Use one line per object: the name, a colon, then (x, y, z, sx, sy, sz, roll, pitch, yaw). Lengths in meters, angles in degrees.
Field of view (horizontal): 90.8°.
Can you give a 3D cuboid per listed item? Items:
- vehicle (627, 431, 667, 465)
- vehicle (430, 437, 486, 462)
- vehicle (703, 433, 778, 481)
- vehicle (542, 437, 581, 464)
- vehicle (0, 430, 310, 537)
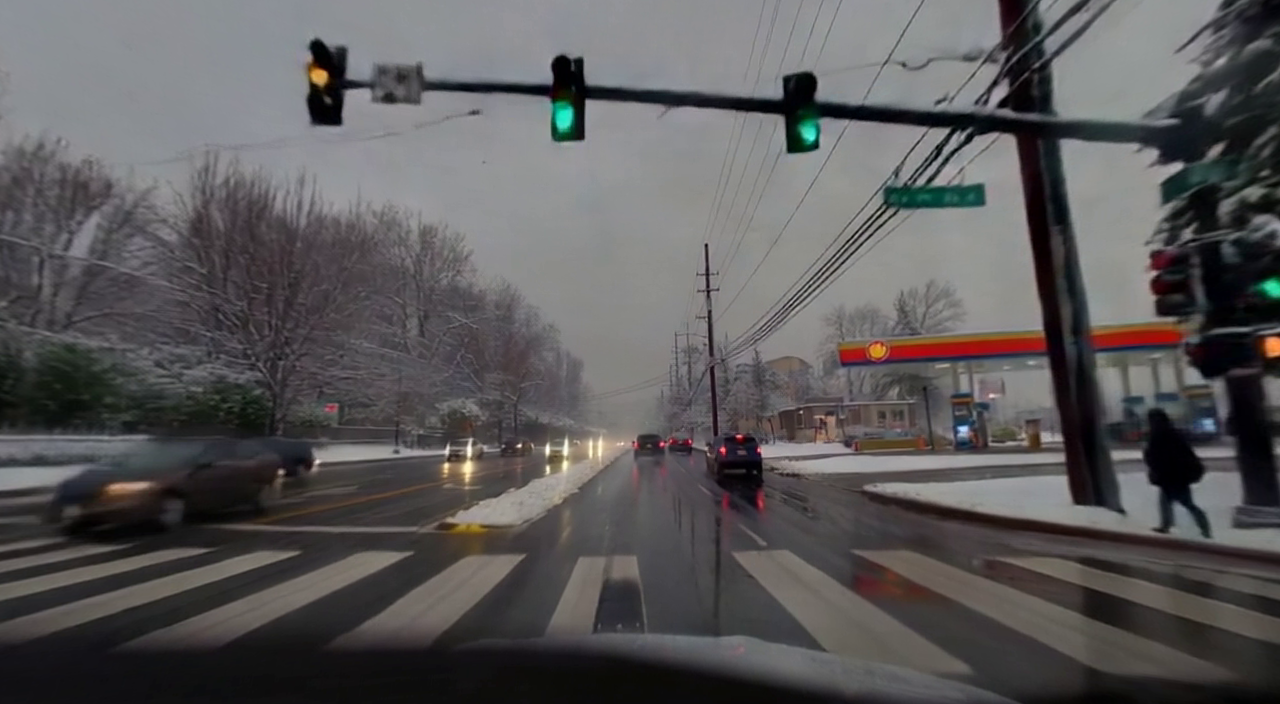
vehicle: (0.395, 5.568, 36.779, 2.163, 1.825, 4.073, 0, -8, 1)
vehicle: (-12.097, 6.517, 42.265, 2.264, 1.515, 4.718, -1, -8, 1)
vehicle: (3.604, 3.854, 23.402, 1.990, 1.592, 4.294, 0, -8, -1)
vehicle: (-4.664, 5.912, 37.980, 1.816, 1.484, 3.629, -1, -8, 1)
vehicle: (-8.305, 2.245, 11.480, 2.109, 1.525, 4.562, -1, -8, 1)
